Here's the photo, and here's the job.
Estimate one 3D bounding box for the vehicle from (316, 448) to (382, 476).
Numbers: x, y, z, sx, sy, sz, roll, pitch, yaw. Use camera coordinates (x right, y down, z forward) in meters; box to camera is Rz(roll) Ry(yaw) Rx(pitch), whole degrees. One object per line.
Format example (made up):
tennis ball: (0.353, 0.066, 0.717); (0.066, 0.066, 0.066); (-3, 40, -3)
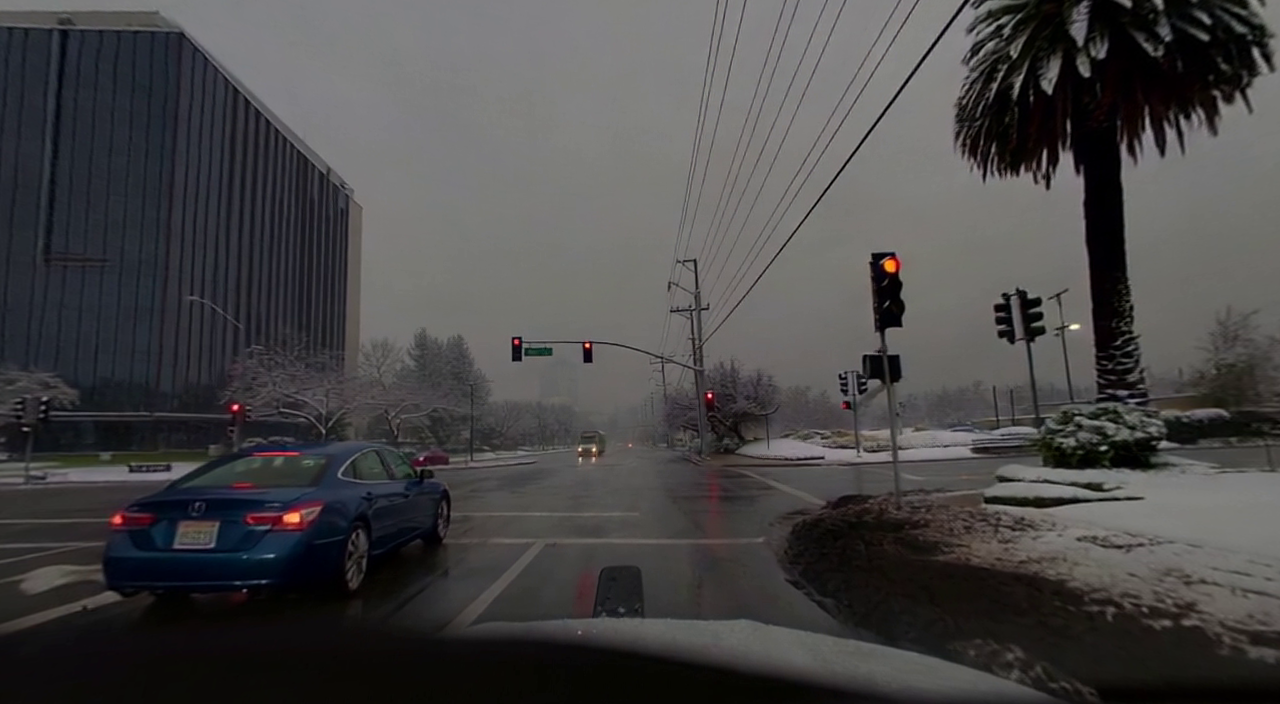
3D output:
vehicle: (-19.063, 7.206, 41.518); (2.017, 1.739, 4.569); (0, -9, 2)

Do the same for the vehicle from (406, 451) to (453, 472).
vehicle: (-15.095, 7.836, 45.323); (1.875, 1.389, 3.784); (0, -9, 4)
